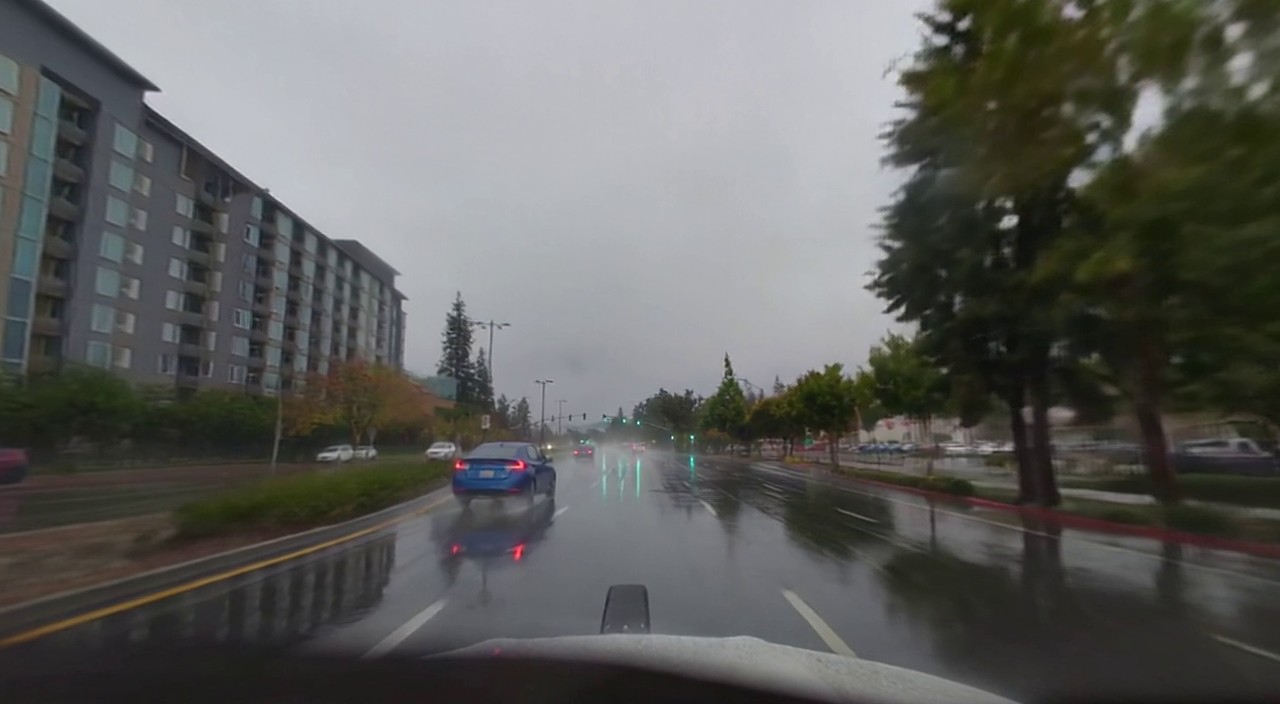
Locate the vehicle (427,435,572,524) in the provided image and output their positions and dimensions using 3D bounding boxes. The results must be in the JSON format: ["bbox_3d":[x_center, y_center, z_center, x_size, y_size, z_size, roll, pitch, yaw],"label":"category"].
[{"bbox_3d":[-2.823,2.646,13.726,2.009,1.489,4.543,-3,-8,1],"label":"vehicle"}]
